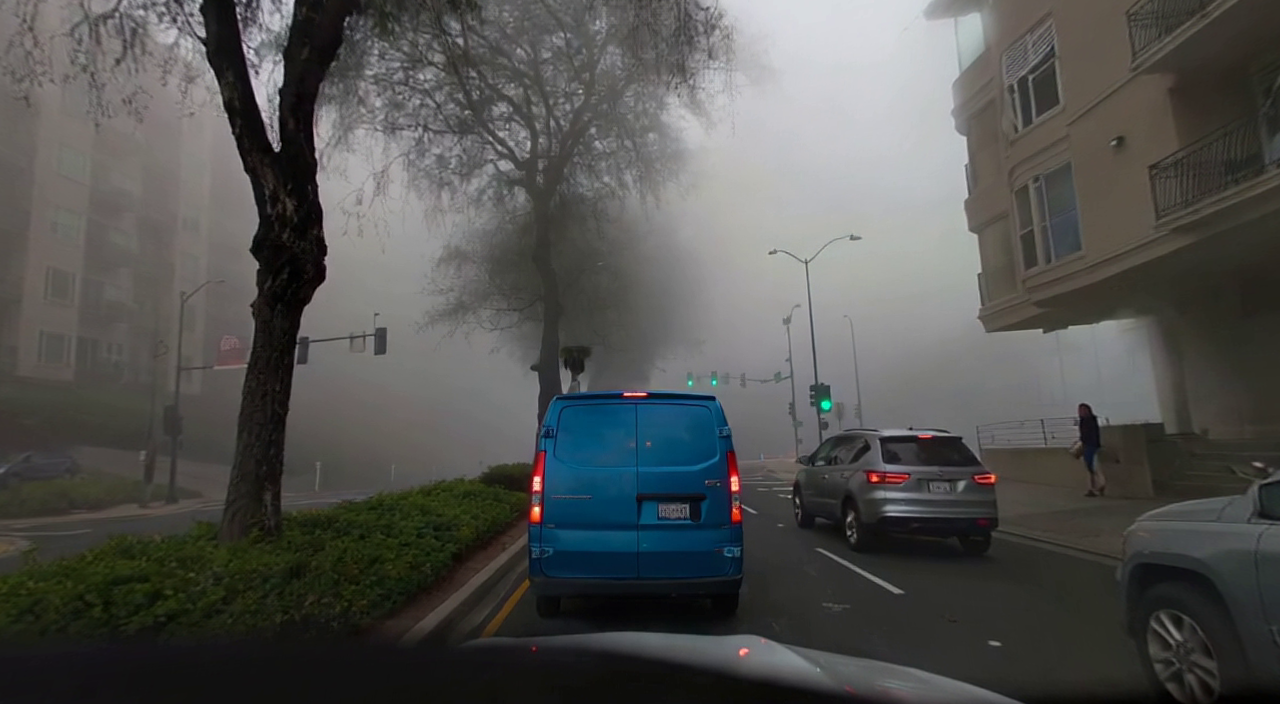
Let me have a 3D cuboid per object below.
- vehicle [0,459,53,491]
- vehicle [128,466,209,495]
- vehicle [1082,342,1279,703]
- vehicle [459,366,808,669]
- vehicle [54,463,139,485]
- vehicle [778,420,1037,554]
[{"bbox_3d":[-35.518,6.840,35.174,3.843,1.680,1.782,-1,-9,5],"label":"vehicle"},{"bbox_3d":[-33.248,9.073,44.534,4.292,1.492,1.772,-6,-14,-1],"label":"vehicle"},{"bbox_3d":[3.806,0.695,1.751,2.157,1.748,4.130,0,-9,1],"label":"vehicle"},{"bbox_3d":[-0.037,1.320,6.045,2.101,1.828,4.270,0,-9,0],"label":"vehicle"},{"bbox_3d":[-38.456,8.631,44.646,4.396,1.458,1.809,-1,-9,2],"label":"vehicle"},{"bbox_3d":[3.919,2.065,10.412,2.061,1.676,4.734,0,-9,-2],"label":"vehicle"}]
